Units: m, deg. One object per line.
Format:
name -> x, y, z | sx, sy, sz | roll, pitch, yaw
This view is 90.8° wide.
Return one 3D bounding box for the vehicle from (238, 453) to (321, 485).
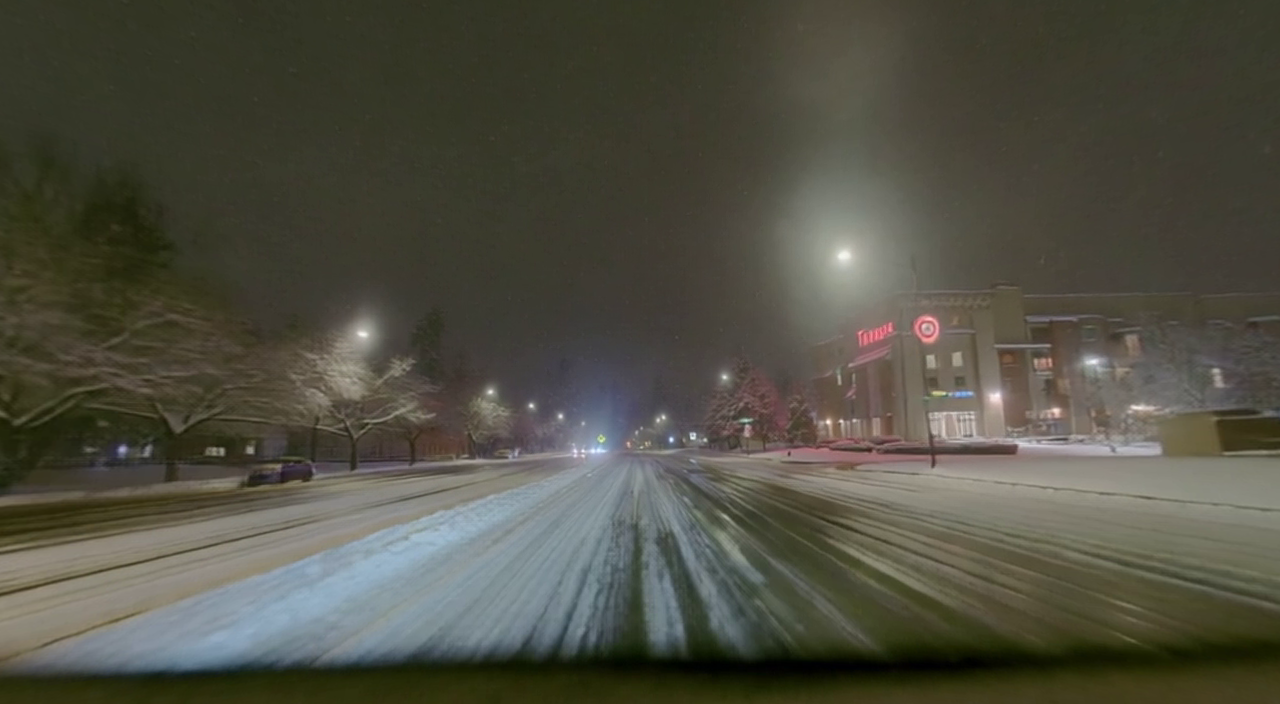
vehicle -> -19.304, 6.229, 34.048 | 2.018, 1.476, 4.310 | -2, -9, -1
